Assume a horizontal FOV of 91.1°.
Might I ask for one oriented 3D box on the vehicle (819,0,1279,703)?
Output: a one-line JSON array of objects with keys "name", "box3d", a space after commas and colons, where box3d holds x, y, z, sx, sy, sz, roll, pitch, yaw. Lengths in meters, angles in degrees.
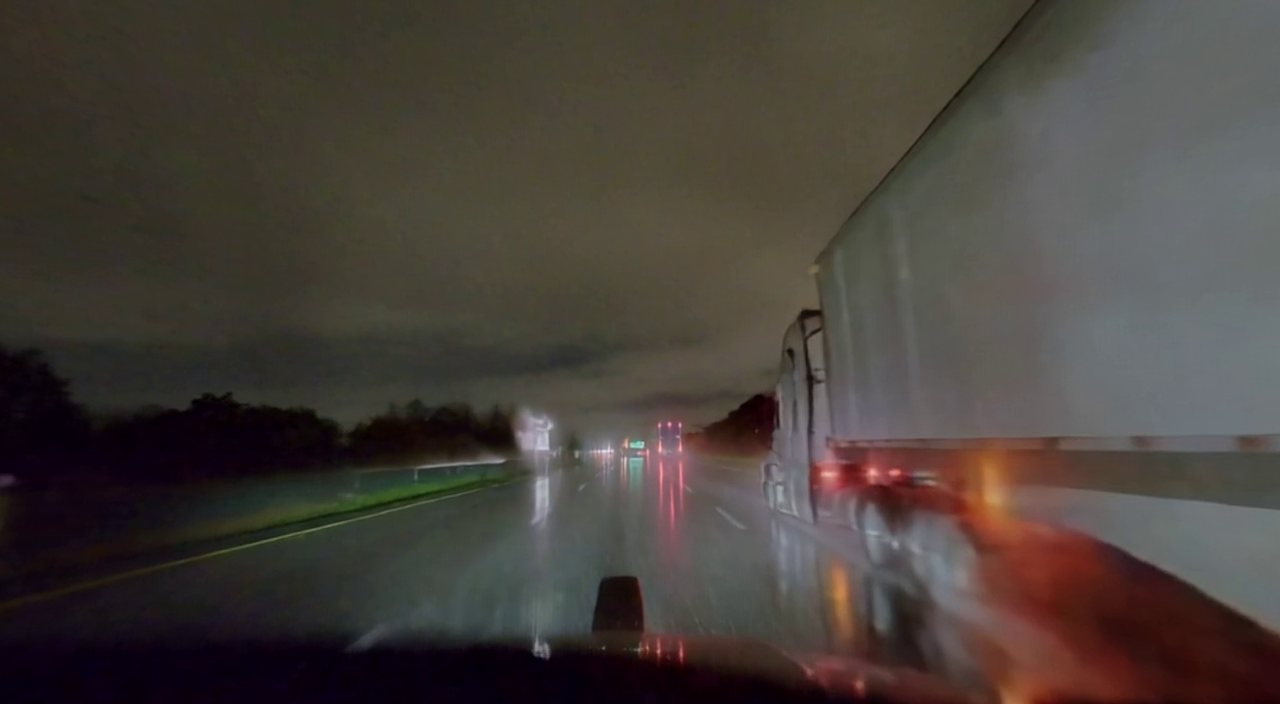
[{"name": "vehicle", "box3d": [4.083, -0.400, 2.008, 3.037, 3.999, 13.133, 0, -9, 0]}]
